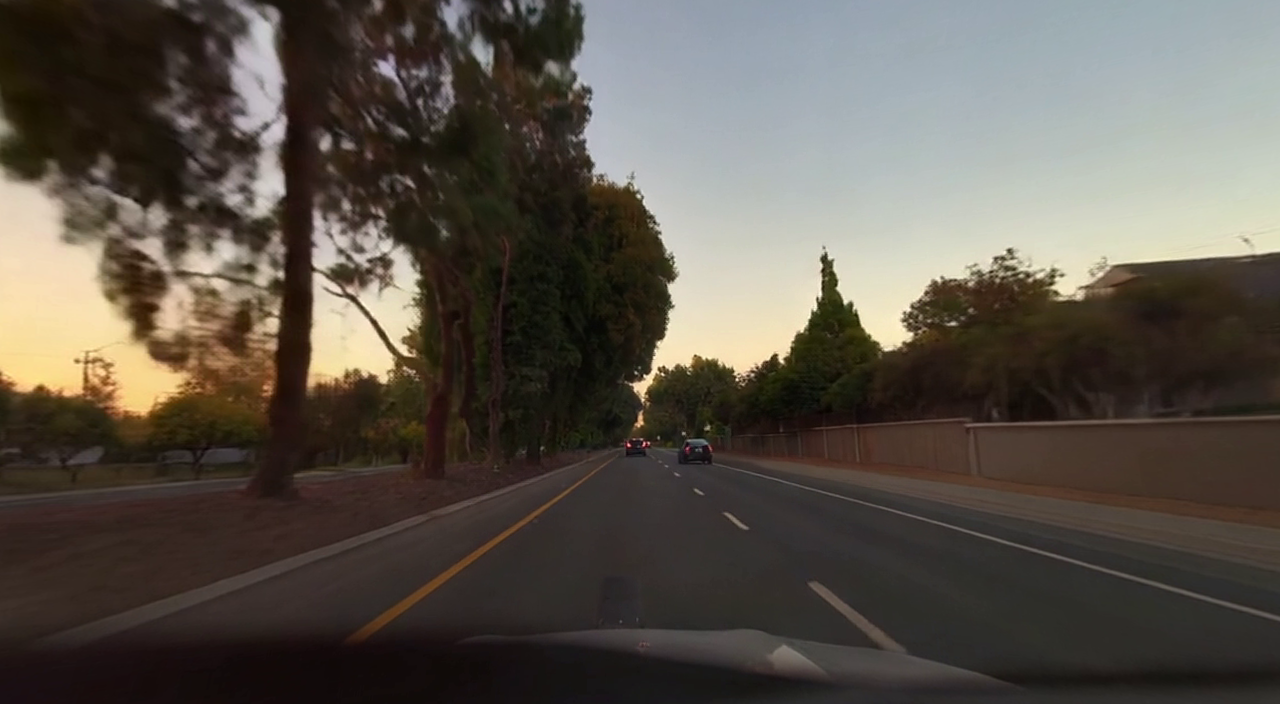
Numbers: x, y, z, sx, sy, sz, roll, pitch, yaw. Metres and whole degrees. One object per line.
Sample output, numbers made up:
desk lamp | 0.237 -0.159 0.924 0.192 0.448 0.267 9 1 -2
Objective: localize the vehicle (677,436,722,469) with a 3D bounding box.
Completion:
vehicle | 3.121 5.365 33.944 1.888 1.640 4.044 0 -8 -2
